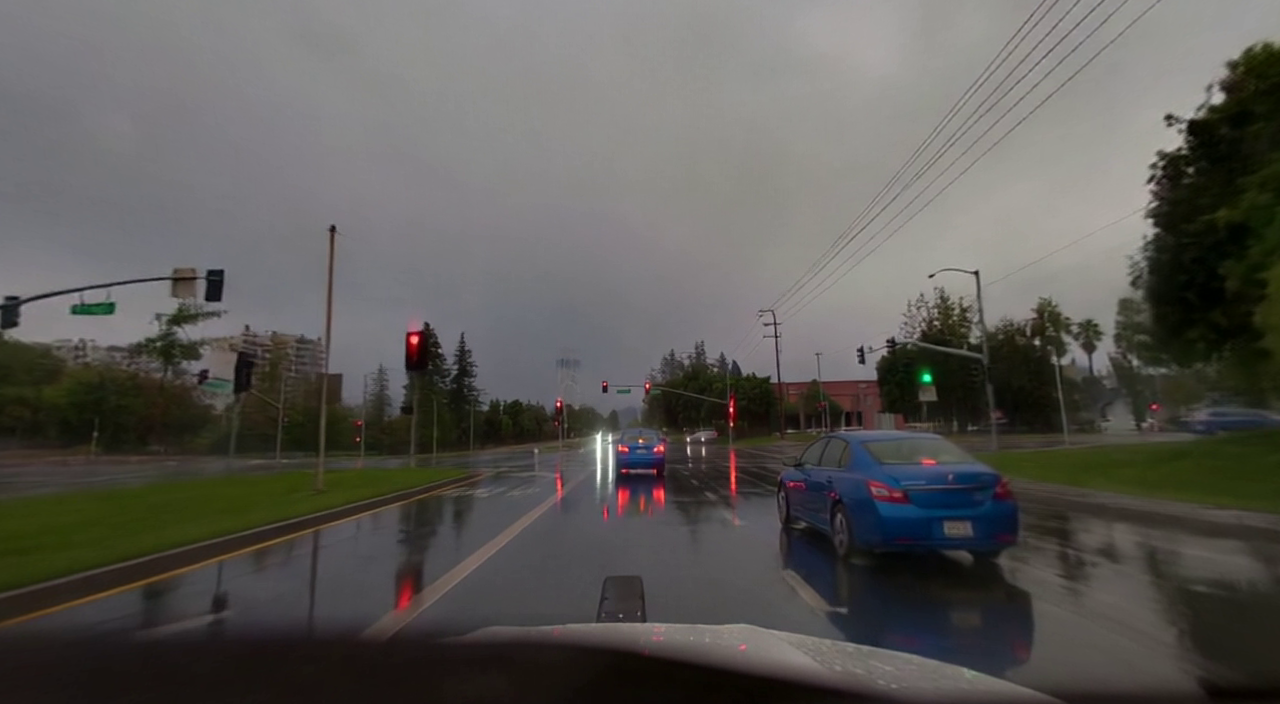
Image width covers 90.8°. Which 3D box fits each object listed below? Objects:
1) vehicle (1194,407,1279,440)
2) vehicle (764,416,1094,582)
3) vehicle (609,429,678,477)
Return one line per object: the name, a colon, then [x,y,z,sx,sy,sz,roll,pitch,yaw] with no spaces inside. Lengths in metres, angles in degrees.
vehicle: [38.700,4.527,39.669,5.668,1.925,2.384,1,-8,-5]
vehicle: [2.982,1.619,7.779,2.004,1.448,4.263,0,-8,-1]
vehicle: [0.121,3.389,21.297,2.110,1.466,3.860,0,-8,0]
